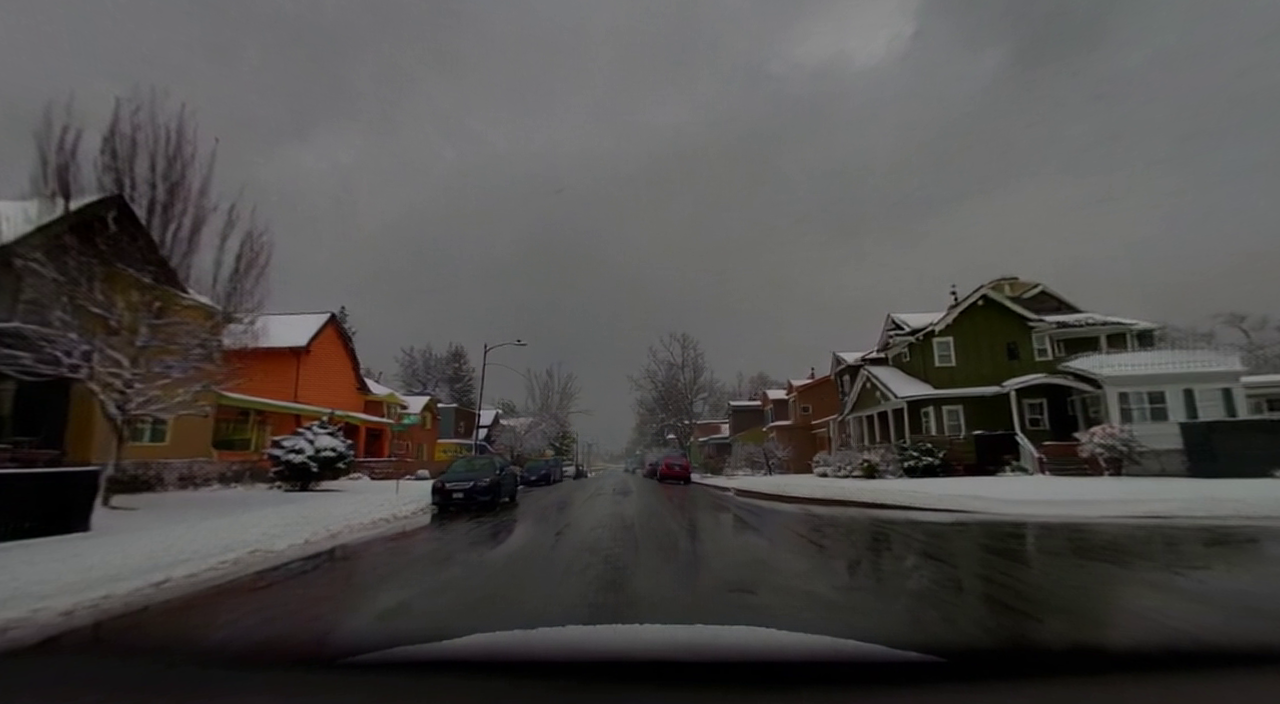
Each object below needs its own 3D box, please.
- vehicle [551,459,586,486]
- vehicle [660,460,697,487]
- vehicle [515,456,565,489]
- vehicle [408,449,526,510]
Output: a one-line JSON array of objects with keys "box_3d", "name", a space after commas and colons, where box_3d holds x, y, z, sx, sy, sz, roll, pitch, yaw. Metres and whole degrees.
[{"box_3d": [-4.999, 8.474, 44.450, 2.089, 1.508, 4.537, 2, -7, -3], "name": "vehicle"}, {"box_3d": [2.344, 7.540, 39.358, 1.888, 1.484, 4.476, 0, -9, -2], "name": "vehicle"}, {"box_3d": [-5.103, 6.219, 32.763, 2.020, 1.470, 5.300, 0, -8, -3], "name": "vehicle"}, {"box_3d": [-4.748, 3.579, 18.074, 2.080, 1.471, 4.638, 1, -10, -1], "name": "vehicle"}]
